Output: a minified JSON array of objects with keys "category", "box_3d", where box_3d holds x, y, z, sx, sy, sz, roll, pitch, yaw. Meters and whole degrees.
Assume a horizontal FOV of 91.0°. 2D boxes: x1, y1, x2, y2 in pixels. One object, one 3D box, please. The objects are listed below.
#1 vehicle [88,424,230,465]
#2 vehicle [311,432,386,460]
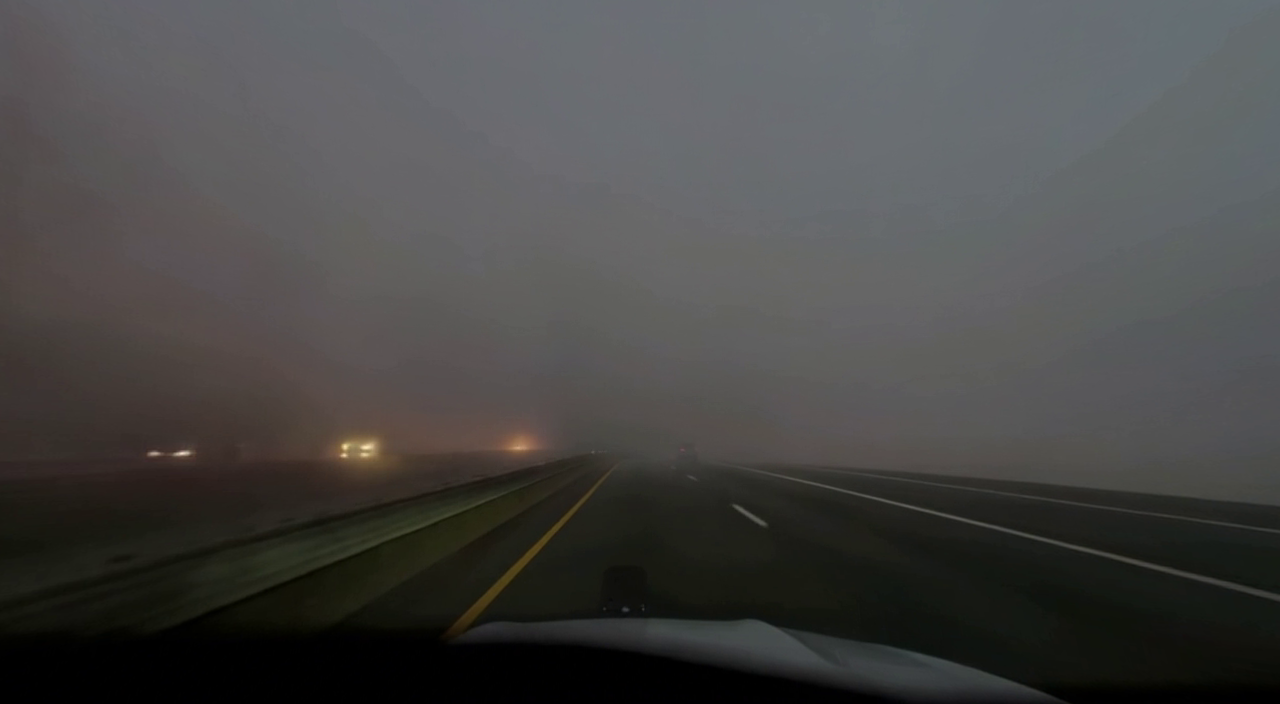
[{"category":"vehicle","box_3d":[-19.769,3.869,26.252,2.074,1.536,4.893,0,-8,0]},{"category":"vehicle","box_3d":[-16.157,5.256,35.210,2.033,1.463,4.515,0,-8,0]}]
